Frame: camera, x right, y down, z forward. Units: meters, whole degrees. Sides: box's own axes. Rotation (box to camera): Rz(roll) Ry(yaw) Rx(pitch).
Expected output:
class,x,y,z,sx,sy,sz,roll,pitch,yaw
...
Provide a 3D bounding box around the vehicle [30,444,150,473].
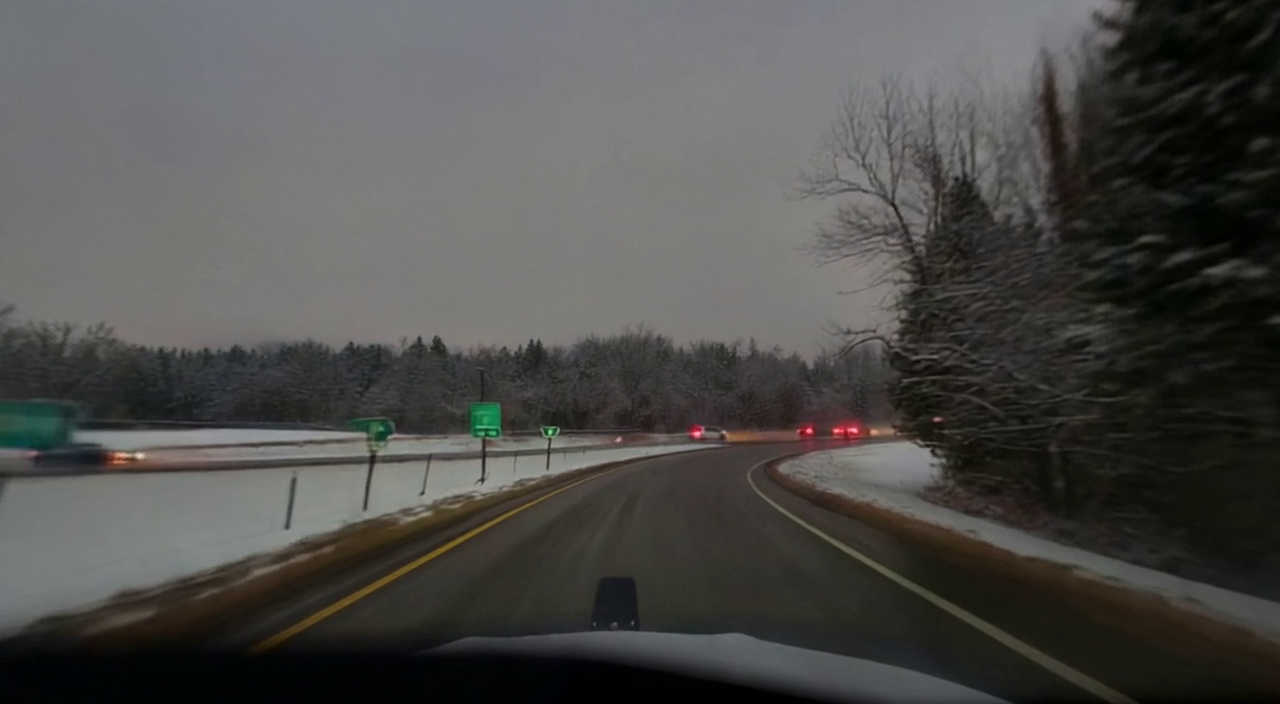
class,x,y,z,sx,sy,sz,roll,pitch,yaw
vehicle,-32.241,6.245,37.119,4.843,1.579,2.135,3,-9,-26

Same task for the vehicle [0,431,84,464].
class,x,y,z,sx,sy,sz,roll,pitch,yaw
vehicle,-46.816,7.373,48.613,5.125,2.397,2.446,4,-9,-27
